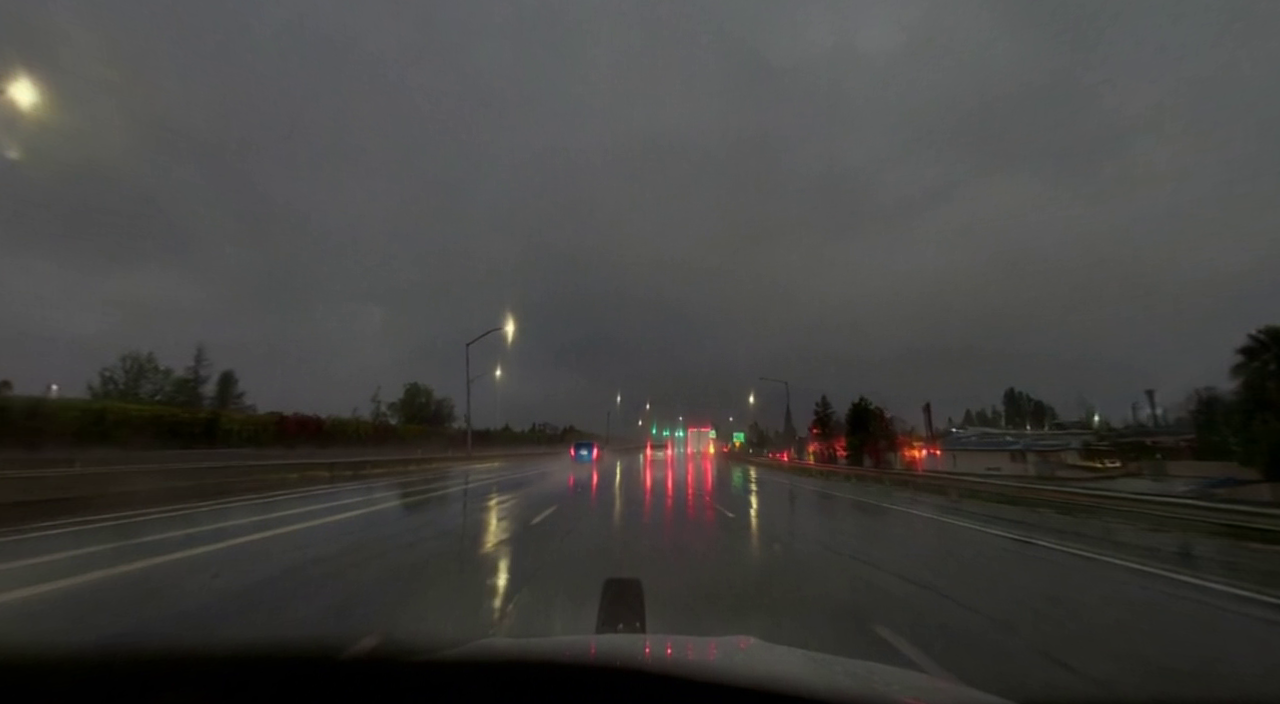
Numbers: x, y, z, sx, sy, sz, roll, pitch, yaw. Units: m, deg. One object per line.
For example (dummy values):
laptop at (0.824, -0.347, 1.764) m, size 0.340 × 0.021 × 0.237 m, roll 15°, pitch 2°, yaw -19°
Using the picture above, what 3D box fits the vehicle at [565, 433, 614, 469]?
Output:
vehicle at (-2.832, 5.746, 36.591) m, size 2.264 × 1.901 × 4.647 m, roll 0°, pitch -9°, yaw 3°

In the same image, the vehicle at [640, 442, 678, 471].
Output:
vehicle at (1.083, 5.963, 36.195) m, size 2.086 × 1.548 × 4.325 m, roll 0°, pitch -9°, yaw 1°
